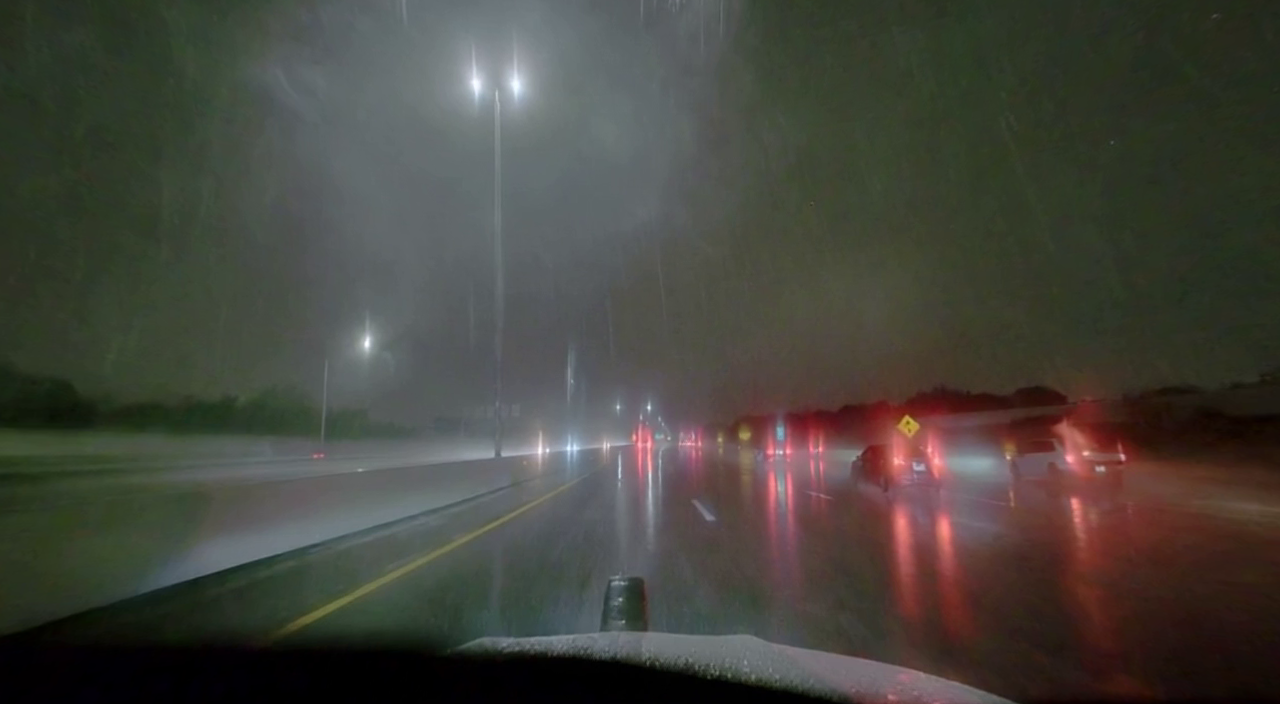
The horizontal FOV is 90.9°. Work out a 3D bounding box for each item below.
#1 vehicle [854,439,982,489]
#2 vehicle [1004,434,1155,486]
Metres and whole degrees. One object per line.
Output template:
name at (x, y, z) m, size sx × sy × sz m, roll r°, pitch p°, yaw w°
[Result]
vehicle at (9.339, 3.785, 21.763) m, size 2.093 × 1.525 × 4.865 m, roll 0°, pitch -8°, yaw -1°
vehicle at (15.698, 3.866, 22.935) m, size 2.116 × 1.674 × 4.566 m, roll 0°, pitch -8°, yaw -1°
